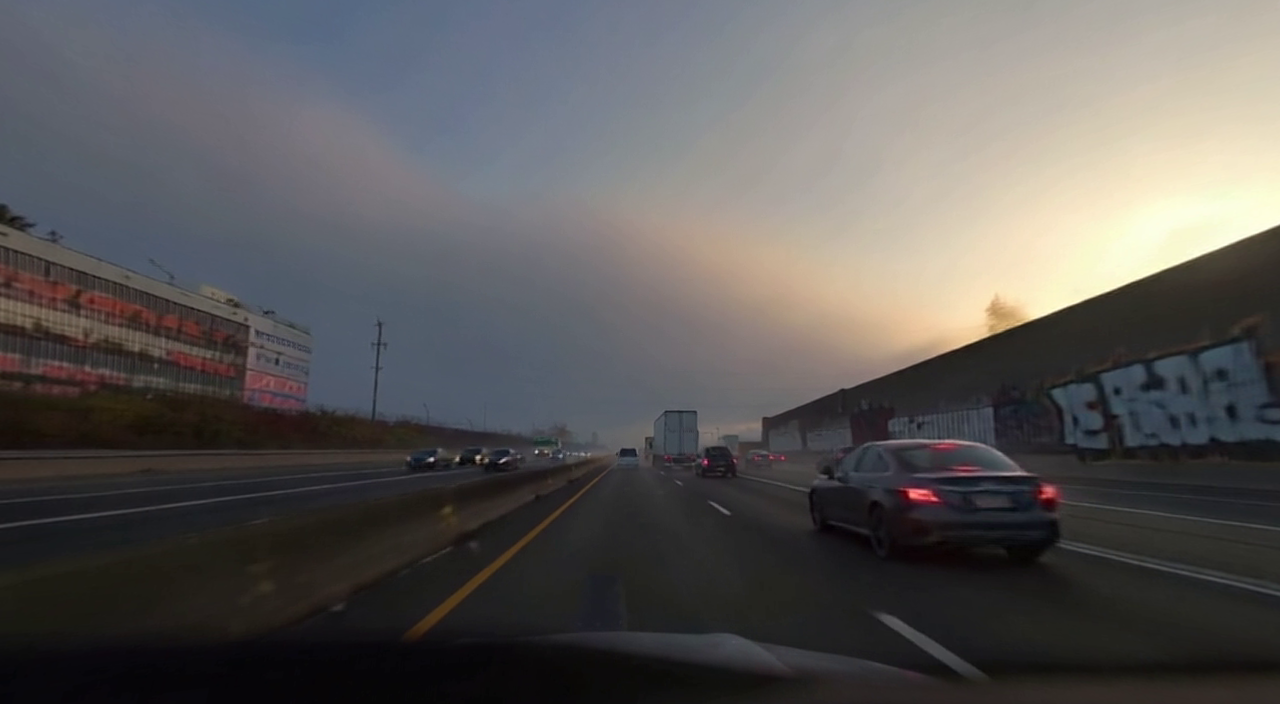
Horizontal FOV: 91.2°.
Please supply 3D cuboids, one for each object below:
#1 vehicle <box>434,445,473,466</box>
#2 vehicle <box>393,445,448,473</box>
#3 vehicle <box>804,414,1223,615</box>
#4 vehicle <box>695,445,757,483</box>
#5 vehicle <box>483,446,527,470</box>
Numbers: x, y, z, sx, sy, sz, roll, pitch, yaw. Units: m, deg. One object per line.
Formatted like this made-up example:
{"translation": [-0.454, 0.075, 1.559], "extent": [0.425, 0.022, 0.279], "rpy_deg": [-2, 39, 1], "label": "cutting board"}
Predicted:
{"translation": [-14.790, 8.220, 49.831], "extent": [1.945, 1.594, 4.017], "rpy_deg": [0, -9, -1], "label": "vehicle"}
{"translation": [-12.593, 6.165, 36.205], "extent": [1.806, 1.481, 3.966], "rpy_deg": [0, -9, 0], "label": "vehicle"}
{"translation": [3.643, 1.672, 7.471], "extent": [2.045, 1.605, 4.674], "rpy_deg": [0, -9, -1], "label": "vehicle"}
{"translation": [3.797, 5.041, 28.520], "extent": [2.085, 1.588, 4.436], "rpy_deg": [0, -9, -2], "label": "vehicle"}
{"translation": [-8.775, 6.951, 41.178], "extent": [1.895, 1.483, 4.494], "rpy_deg": [0, -9, 0], "label": "vehicle"}
